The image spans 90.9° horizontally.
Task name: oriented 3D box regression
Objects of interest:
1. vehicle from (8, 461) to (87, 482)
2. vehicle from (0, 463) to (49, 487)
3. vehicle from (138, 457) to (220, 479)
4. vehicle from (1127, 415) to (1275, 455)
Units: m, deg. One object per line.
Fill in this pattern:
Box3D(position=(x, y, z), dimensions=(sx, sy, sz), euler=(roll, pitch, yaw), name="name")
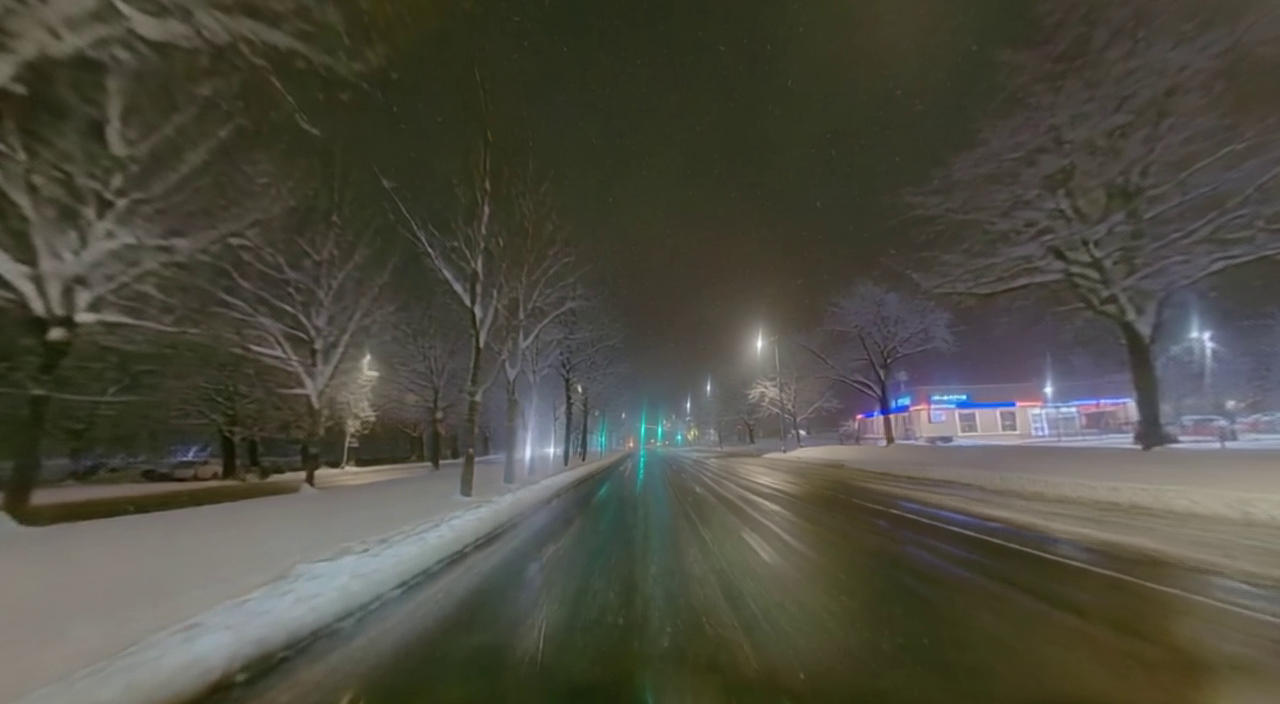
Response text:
Box3D(position=(-46.844, 9.457, 49.977), dimensions=(1.843, 1.525, 4.352), euler=(0, -9, 4), name="vehicle")
Box3D(position=(-44.276, 8.590, 44.068), dimensions=(1.784, 1.486, 4.167), euler=(0, -8, 1), name="vehicle")
Box3D(position=(-31.009, 7.855, 42.493), dimensions=(3.970, 1.408, 1.825), euler=(1, -11, -7), name="vehicle")
Box3D(position=(31.855, 4.756, 35.969), dimensions=(6.116, 1.924, 2.287), euler=(-3, -7, 1), name="vehicle")
